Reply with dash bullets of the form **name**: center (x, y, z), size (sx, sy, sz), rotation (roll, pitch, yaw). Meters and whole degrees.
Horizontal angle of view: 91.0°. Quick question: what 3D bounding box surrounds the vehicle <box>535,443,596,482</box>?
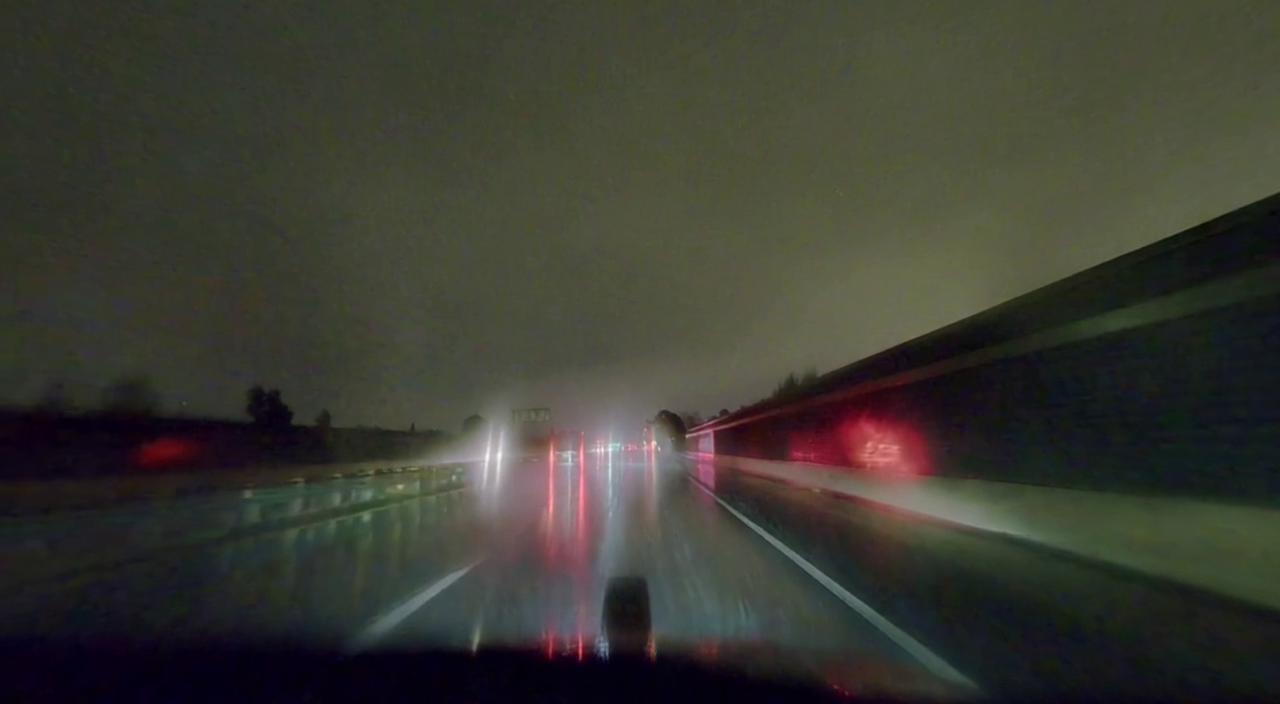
- **vehicle**: center (-3.074, 4.639, 26.833), size (2.050, 1.530, 4.144), rotation (0, -8, 1)
